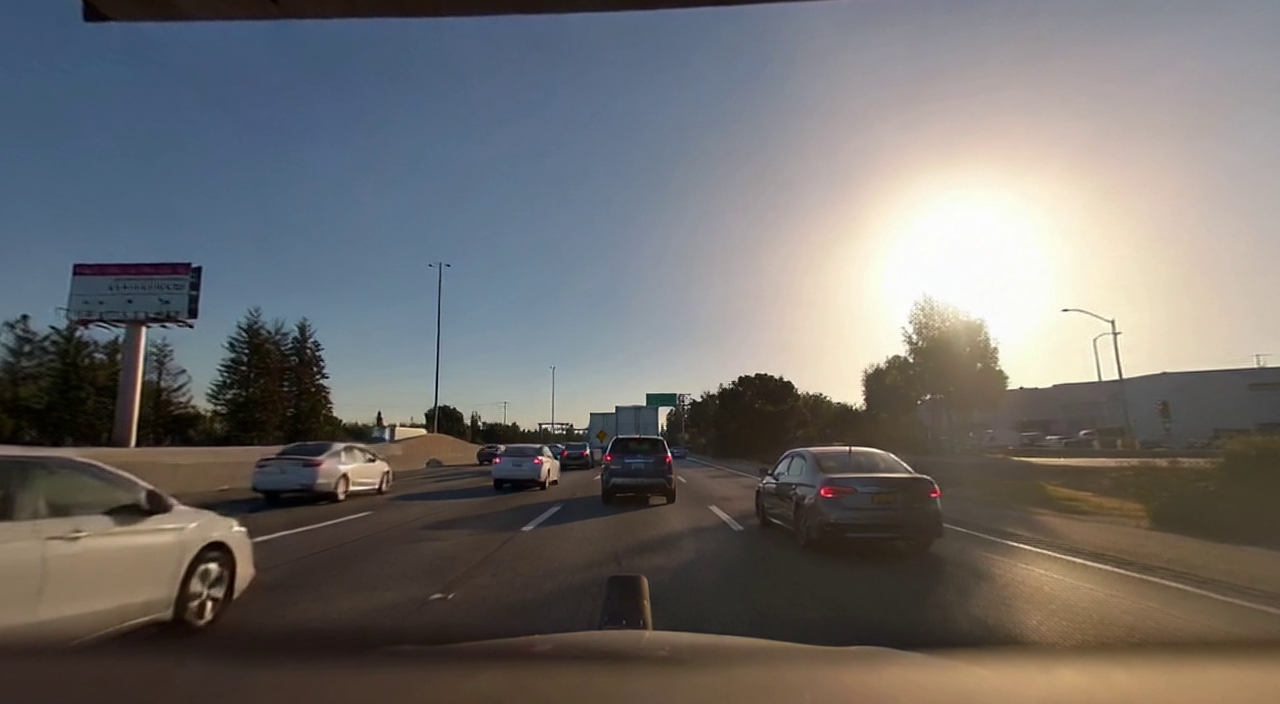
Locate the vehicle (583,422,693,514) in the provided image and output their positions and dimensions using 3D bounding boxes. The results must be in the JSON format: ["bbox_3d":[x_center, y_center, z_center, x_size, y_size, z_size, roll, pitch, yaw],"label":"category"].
[{"bbox_3d":[-0.035,2.562,14.350,2.152,1.779,3.924,0,-9,0],"label":"vehicle"}]

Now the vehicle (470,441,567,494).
[{"bbox_3d":[-3.646,3.571,19.864,2.132,1.464,4.481,0,-9,1],"label":"vehicle"}]

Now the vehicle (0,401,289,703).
[{"bbox_3d":[-3.763,0.992,2.879,1.883,1.500,4.161,0,-9,0],"label":"vehicle"}]

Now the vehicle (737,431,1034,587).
[{"bbox_3d":[2.712,1.853,8.368,2.018,1.470,4.491,0,-9,-2],"label":"vehicle"}]

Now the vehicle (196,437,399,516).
[{"bbox_3d":[-7.388,2.709,14.293,1.933,1.476,4.652,0,-9,1],"label":"vehicle"}]
